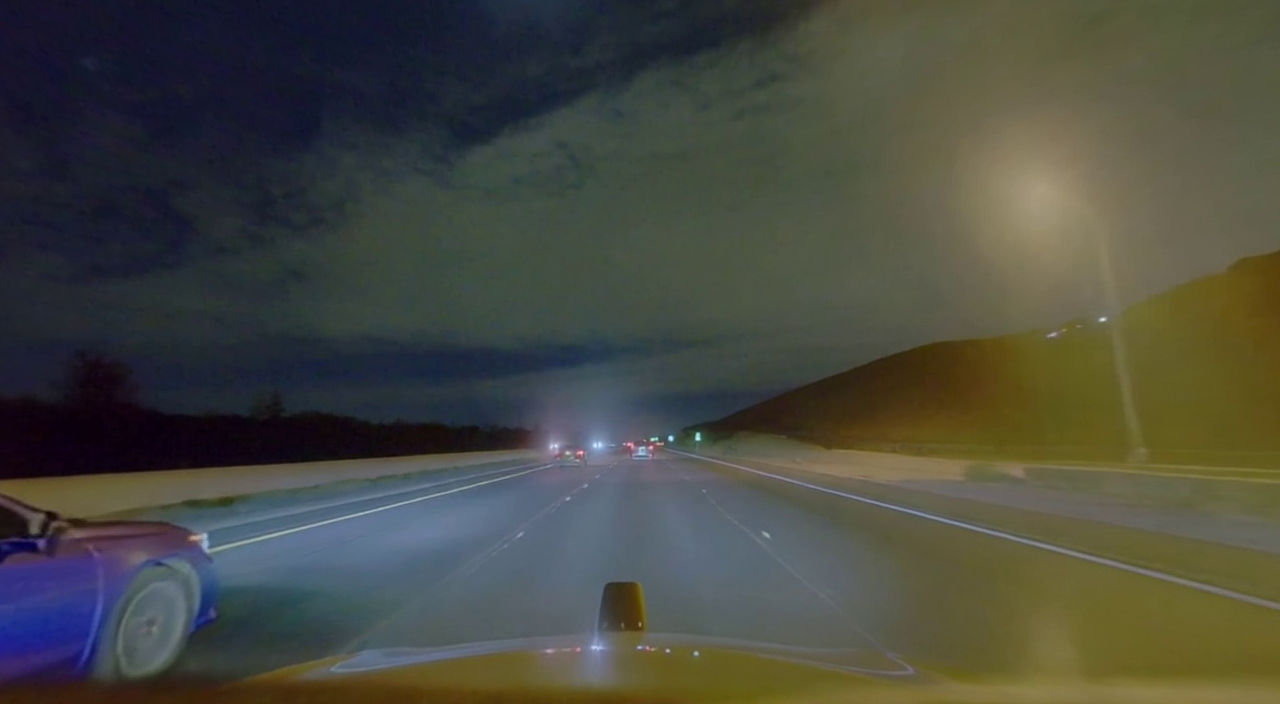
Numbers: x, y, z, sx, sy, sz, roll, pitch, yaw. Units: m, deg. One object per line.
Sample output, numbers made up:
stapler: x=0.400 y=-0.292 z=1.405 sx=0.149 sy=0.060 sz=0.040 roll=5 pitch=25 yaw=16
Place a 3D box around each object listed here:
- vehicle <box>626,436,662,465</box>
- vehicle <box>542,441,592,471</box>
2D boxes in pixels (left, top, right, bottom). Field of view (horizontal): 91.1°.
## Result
vehicle: x=0.250 y=6.568 z=42.041 sx=2.272 sy=1.836 sz=4.866 roll=0 pitch=-8 yaw=0
vehicle: x=-3.790 y=5.473 z=33.372 sx=2.082 sy=1.485 sz=4.237 roll=0 pitch=-8 yaw=1
